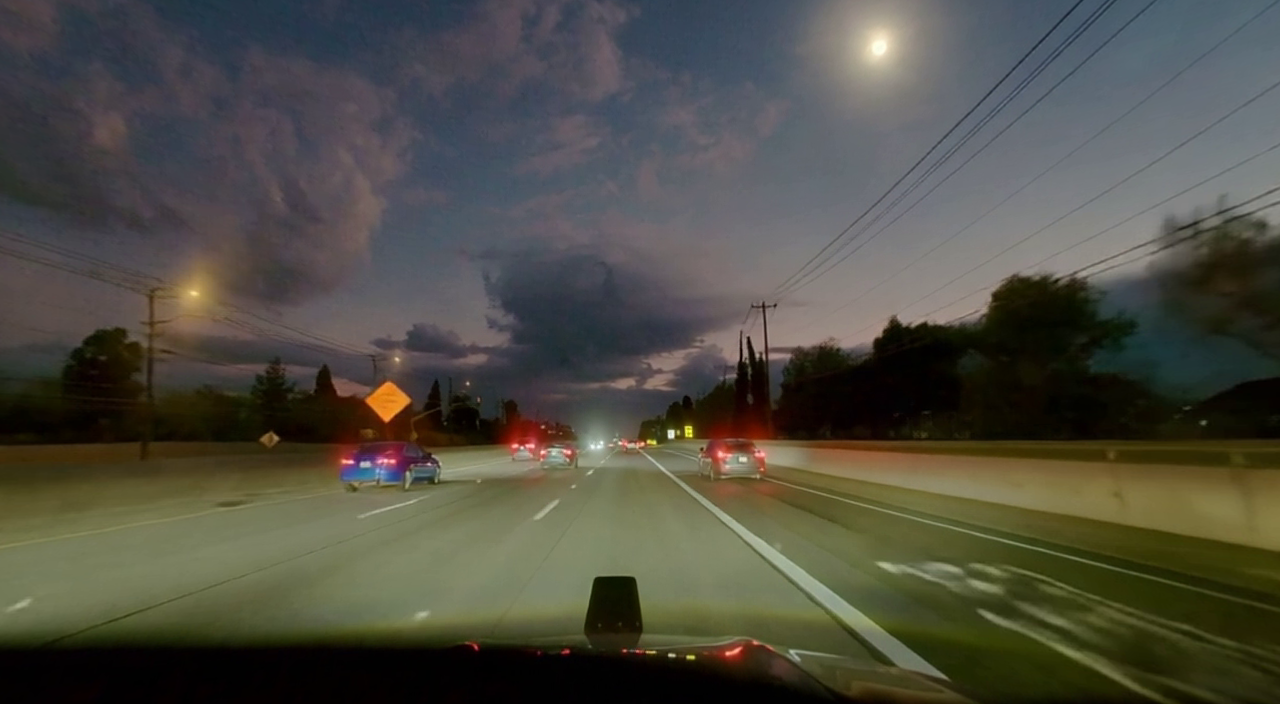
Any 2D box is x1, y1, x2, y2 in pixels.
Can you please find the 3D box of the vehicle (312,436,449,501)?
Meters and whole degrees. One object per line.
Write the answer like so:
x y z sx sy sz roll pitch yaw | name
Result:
-6.587 2.979 16.615 1.903 1.482 4.180 0 -8 -1 | vehicle

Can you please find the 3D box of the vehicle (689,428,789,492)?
2.774 3.159 18.855 2.100 1.659 4.387 0 -8 -3 | vehicle

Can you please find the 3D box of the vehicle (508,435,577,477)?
-3.746 4.107 25.148 2.066 1.488 4.377 0 -8 0 | vehicle
